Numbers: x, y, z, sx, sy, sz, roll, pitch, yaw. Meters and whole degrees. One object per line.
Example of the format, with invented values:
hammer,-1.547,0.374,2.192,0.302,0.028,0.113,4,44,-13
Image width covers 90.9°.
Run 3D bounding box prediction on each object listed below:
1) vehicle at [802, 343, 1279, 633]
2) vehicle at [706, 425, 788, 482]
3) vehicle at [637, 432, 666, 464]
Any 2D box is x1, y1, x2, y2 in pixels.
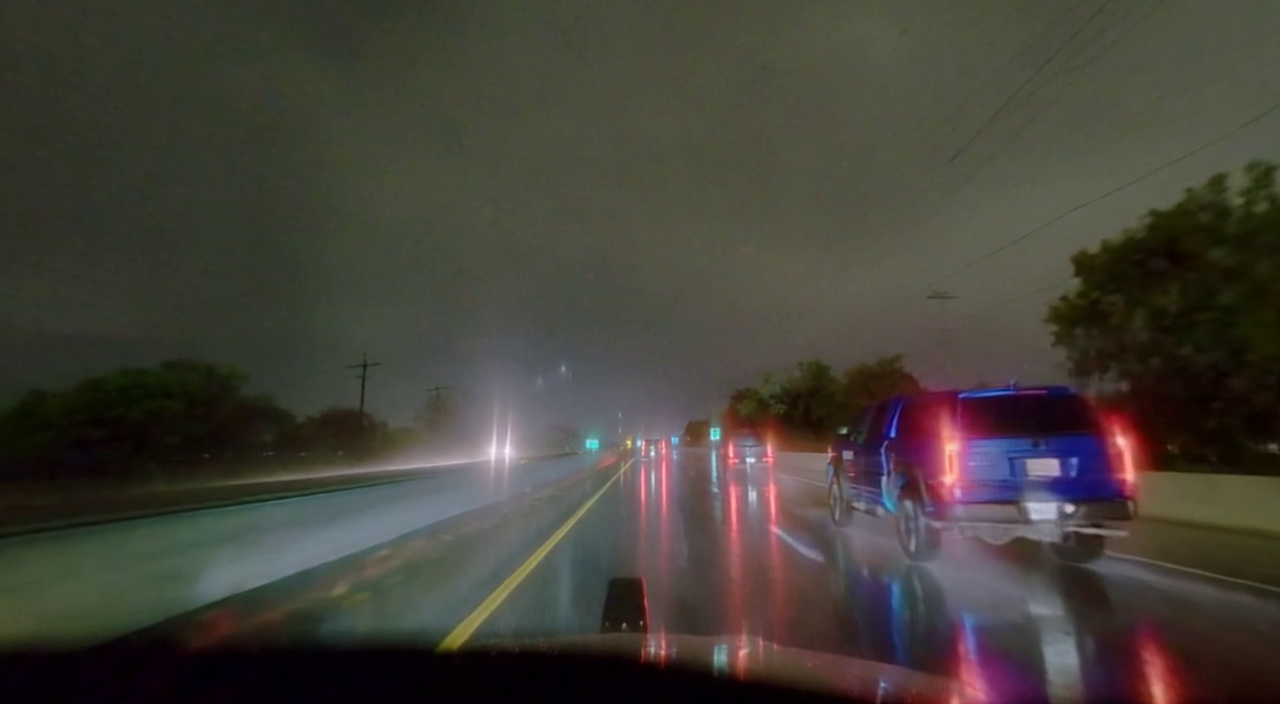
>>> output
vehicle,3.600,1.337,7.126,2.145,2.069,5.057,0,-8,0
vehicle,4.390,4.318,27.024,2.594,2.155,5.670,-1,-8,1
vehicle,0.827,7.382,48.633,2.099,2.260,4.899,0,-8,0
